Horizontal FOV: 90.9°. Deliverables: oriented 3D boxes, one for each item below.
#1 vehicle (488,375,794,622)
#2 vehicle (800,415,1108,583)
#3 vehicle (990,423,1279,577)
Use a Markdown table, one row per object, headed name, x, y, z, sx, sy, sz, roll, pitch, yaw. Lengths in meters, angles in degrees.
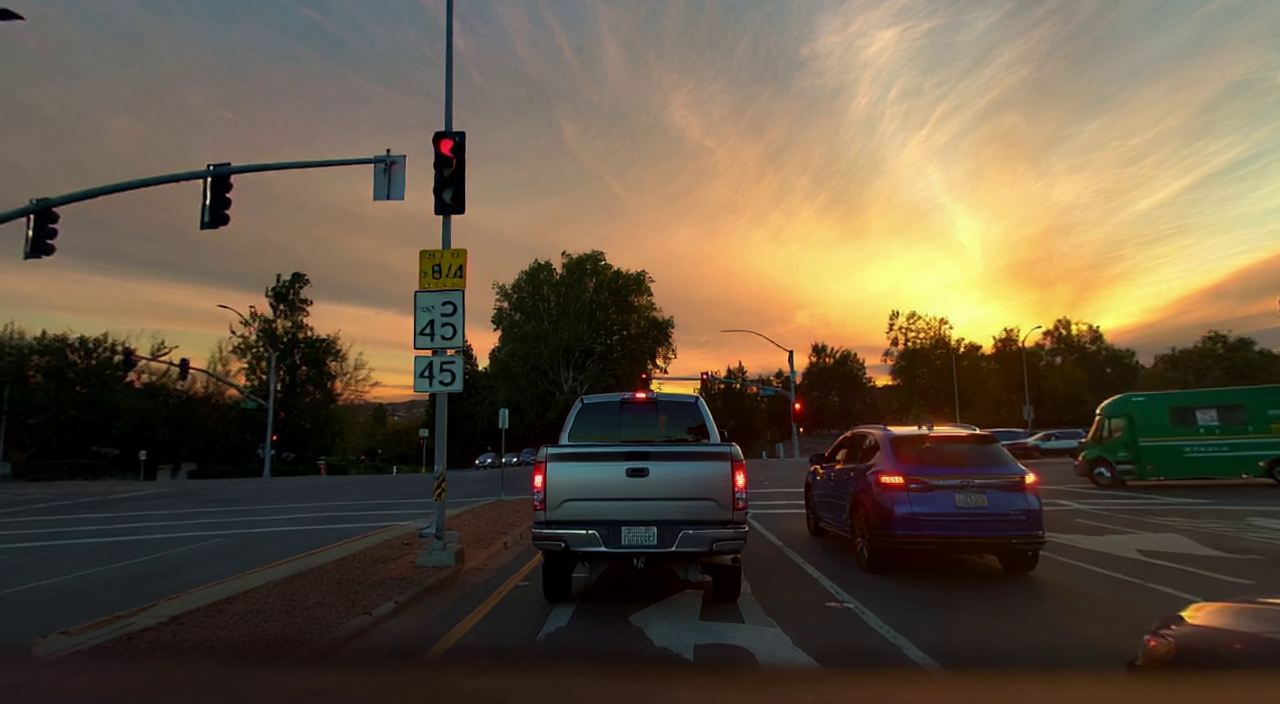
| name | x | y | z | sx | sy | sz | roll | pitch | yaw |
| --- | --- | --- | --- | --- | --- | --- | --- | --- | --- |
| vehicle | 0.041 | 1.478 | 7.373 | 2.326 | 1.880 | 4.964 | 0 | -8 | 1 |
| vehicle | 3.569 | 1.724 | 8.197 | 1.981 | 1.616 | 4.006 | 0 | -8 | 1 |
| vehicle | 6.832 | 1.749 | 8.295 | 1.973 | 1.470 | 4.228 | 0 | -8 | -1 |
